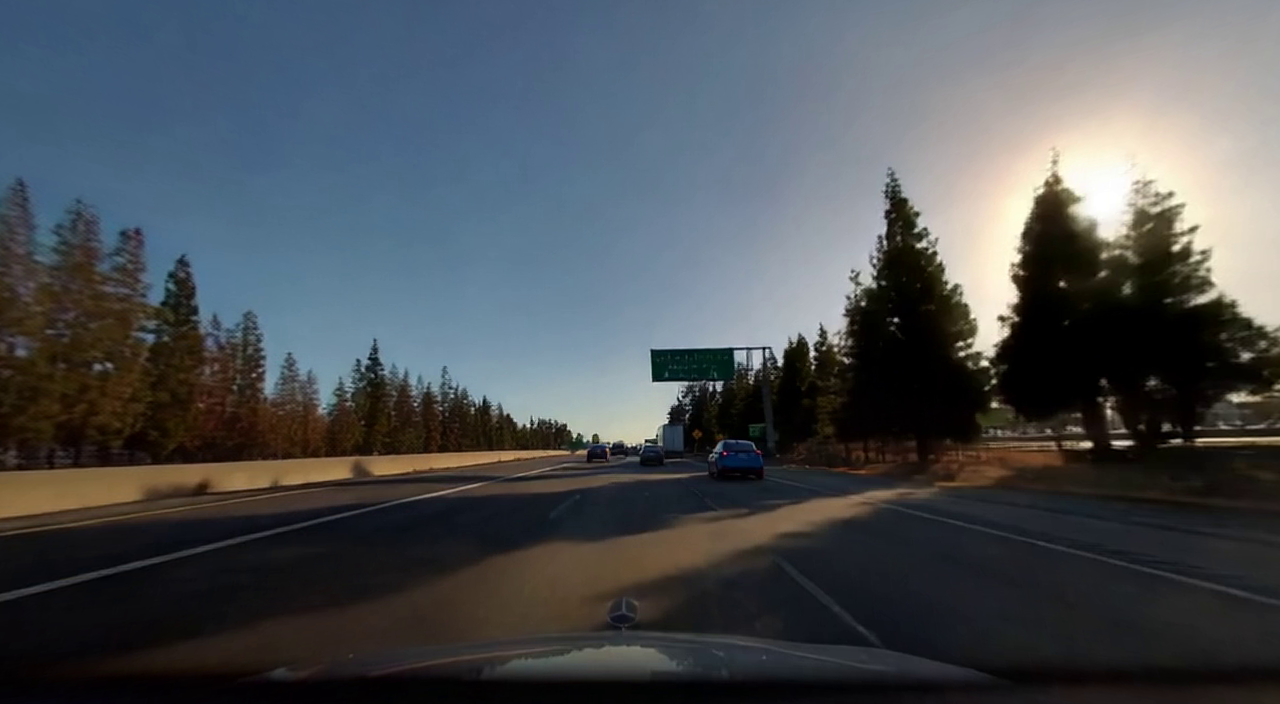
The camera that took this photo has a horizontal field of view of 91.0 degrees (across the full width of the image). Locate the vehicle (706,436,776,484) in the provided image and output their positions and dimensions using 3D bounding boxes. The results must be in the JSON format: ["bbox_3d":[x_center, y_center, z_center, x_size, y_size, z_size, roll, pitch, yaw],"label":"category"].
[{"bbox_3d":[3.929,4.288,25.225,2.082,1.720,4.393,0,-9,0],"label":"vehicle"}]

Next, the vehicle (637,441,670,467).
[{"bbox_3d":[0.929,7.373,45.737,2.205,1.785,4.423,0,-9,0],"label":"vehicle"}]
